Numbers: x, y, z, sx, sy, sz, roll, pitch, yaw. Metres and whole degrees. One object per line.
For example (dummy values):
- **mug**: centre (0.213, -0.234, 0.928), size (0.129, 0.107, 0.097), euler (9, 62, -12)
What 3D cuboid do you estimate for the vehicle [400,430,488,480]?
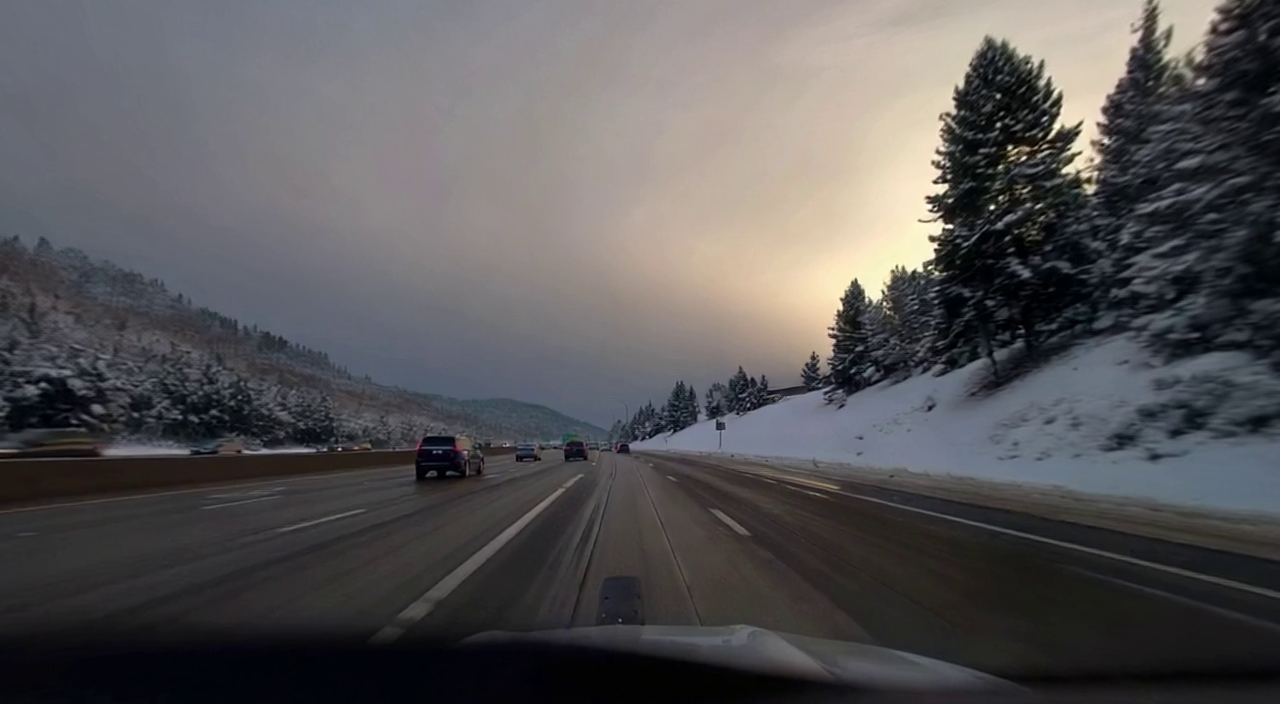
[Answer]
- **vehicle**: centre (-7.650, 4.091, 25.257), size (2.074, 1.768, 4.805), euler (0, -9, -1)

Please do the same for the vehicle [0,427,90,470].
- **vehicle**: centre (-24.556, 3.767, 24.708), size (1.868, 1.573, 4.676), euler (0, -9, -1)

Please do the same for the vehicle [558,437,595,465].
- **vehicle**: centre (-4.125, 6.519, 41.644), size (2.115, 1.713, 4.263), euler (0, -9, -2)

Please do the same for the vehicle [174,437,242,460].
- **vehicle**: centre (-32.227, 7.202, 47.288), size (1.948, 1.595, 4.502), euler (0, -9, -2)
